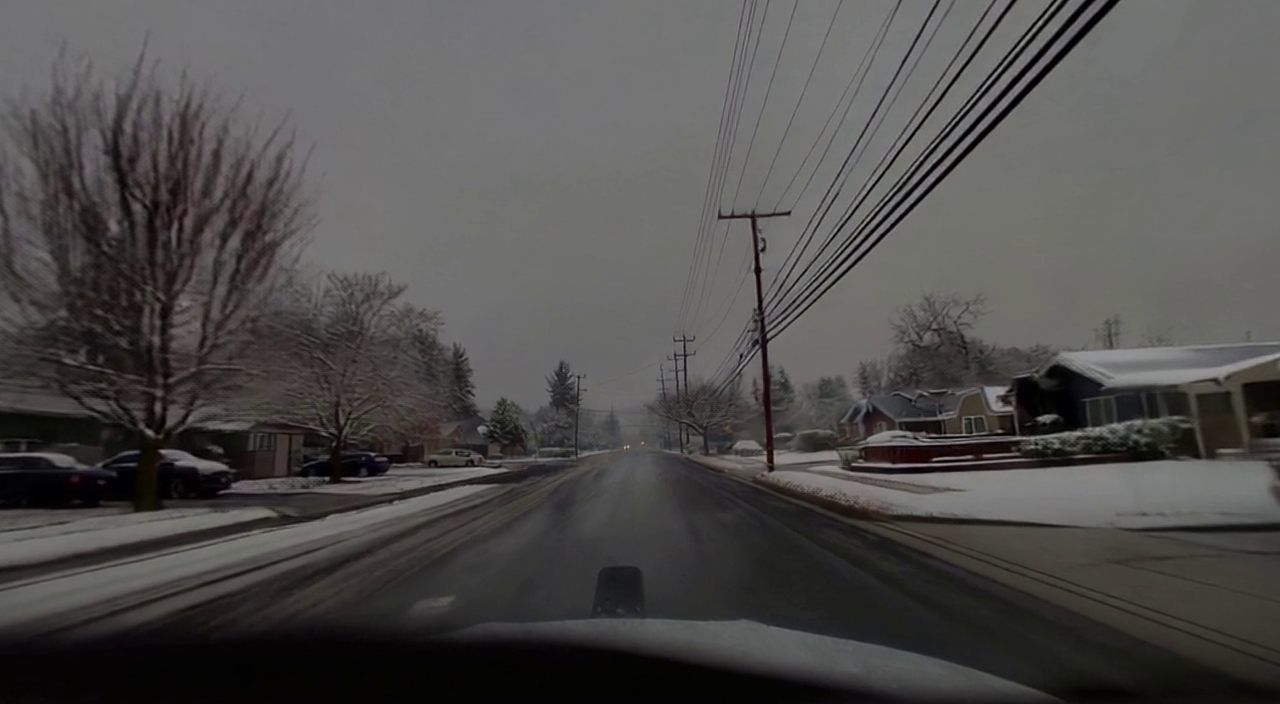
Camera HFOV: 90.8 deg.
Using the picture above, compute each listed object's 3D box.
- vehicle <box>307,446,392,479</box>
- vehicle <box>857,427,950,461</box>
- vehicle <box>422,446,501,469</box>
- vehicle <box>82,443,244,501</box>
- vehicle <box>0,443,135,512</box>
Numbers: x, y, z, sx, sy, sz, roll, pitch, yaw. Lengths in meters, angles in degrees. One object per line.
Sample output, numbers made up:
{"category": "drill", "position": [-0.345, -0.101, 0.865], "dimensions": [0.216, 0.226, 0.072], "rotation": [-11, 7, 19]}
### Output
{"category": "vehicle", "position": [-14.994, 5.711, 33.008], "dimensions": [1.978, 1.586, 5.192], "rotation": [0, -8, 0]}
{"category": "vehicle", "position": [14.768, 5.196, 35.648], "dimensions": [4.373, 1.759, 2.093], "rotation": [0, -10, 6]}
{"category": "vehicle", "position": [-12.489, 7.407, 44.390], "dimensions": [4.893, 1.567, 2.105], "rotation": [-1, -8, 6]}
{"category": "vehicle", "position": [-15.244, 3.774, 20.250], "dimensions": [4.232, 1.693, 1.949], "rotation": [-3, -9, 18]}
{"category": "vehicle", "position": [-16.457, 3.242, 16.596], "dimensions": [4.482, 1.648, 2.169], "rotation": [0, -9, 1]}
